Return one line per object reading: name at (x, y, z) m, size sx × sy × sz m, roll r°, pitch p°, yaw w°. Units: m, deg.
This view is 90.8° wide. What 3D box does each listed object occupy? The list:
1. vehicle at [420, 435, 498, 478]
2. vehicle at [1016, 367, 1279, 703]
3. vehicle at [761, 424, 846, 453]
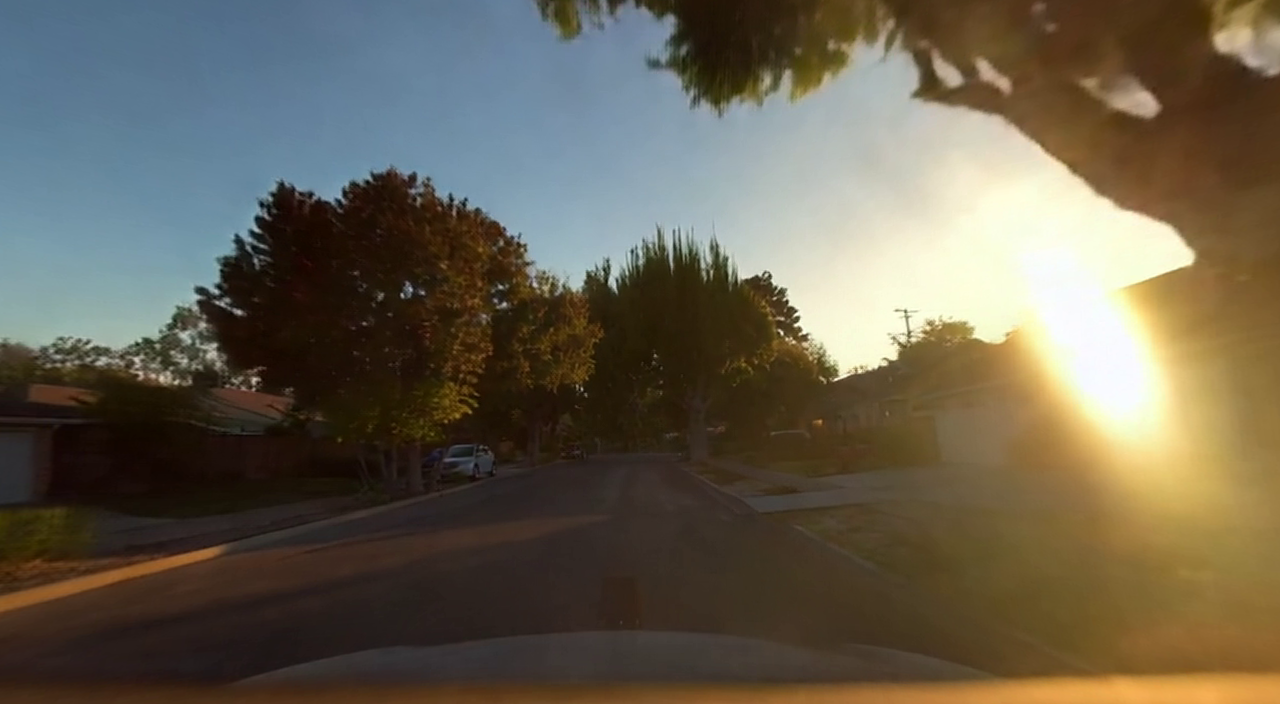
vehicle at (-8.637, 5.097, 30.716) m, size 2.352 × 1.843 × 4.979 m, roll -1°, pitch -10°, yaw 0°
vehicle at (3.566, 0.671, 1.297) m, size 2.291 × 1.546 × 5.204 m, roll 0°, pitch -8°, yaw -1°
vehicle at (11.700, 6.223, 45.431) m, size 5.367 × 1.953 × 2.257 m, roll 1°, pitch -8°, yaw -6°
